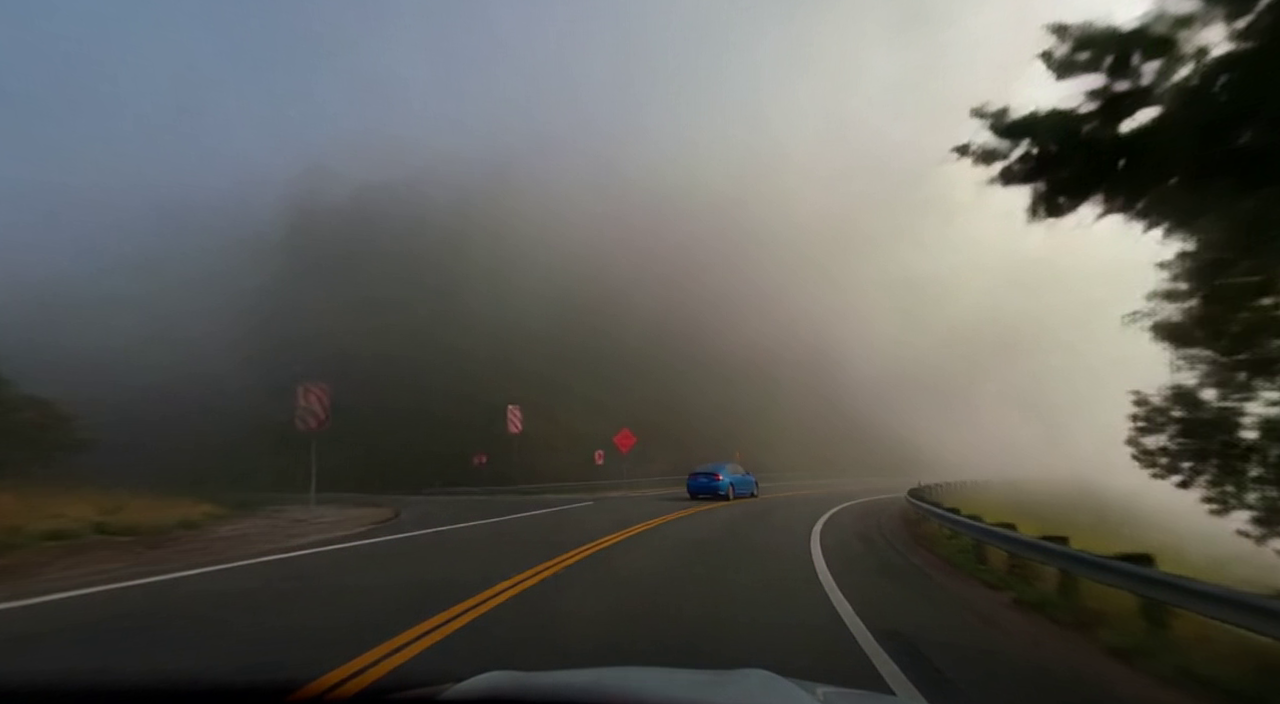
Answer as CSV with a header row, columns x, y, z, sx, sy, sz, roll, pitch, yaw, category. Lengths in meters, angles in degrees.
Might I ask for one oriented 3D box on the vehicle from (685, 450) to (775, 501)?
x,y,z,sx,sy,sz,roll,pitch,yaw,category
3.508,4.643,23.901,1.997,1.692,4.422,-5,-11,28,vehicle
